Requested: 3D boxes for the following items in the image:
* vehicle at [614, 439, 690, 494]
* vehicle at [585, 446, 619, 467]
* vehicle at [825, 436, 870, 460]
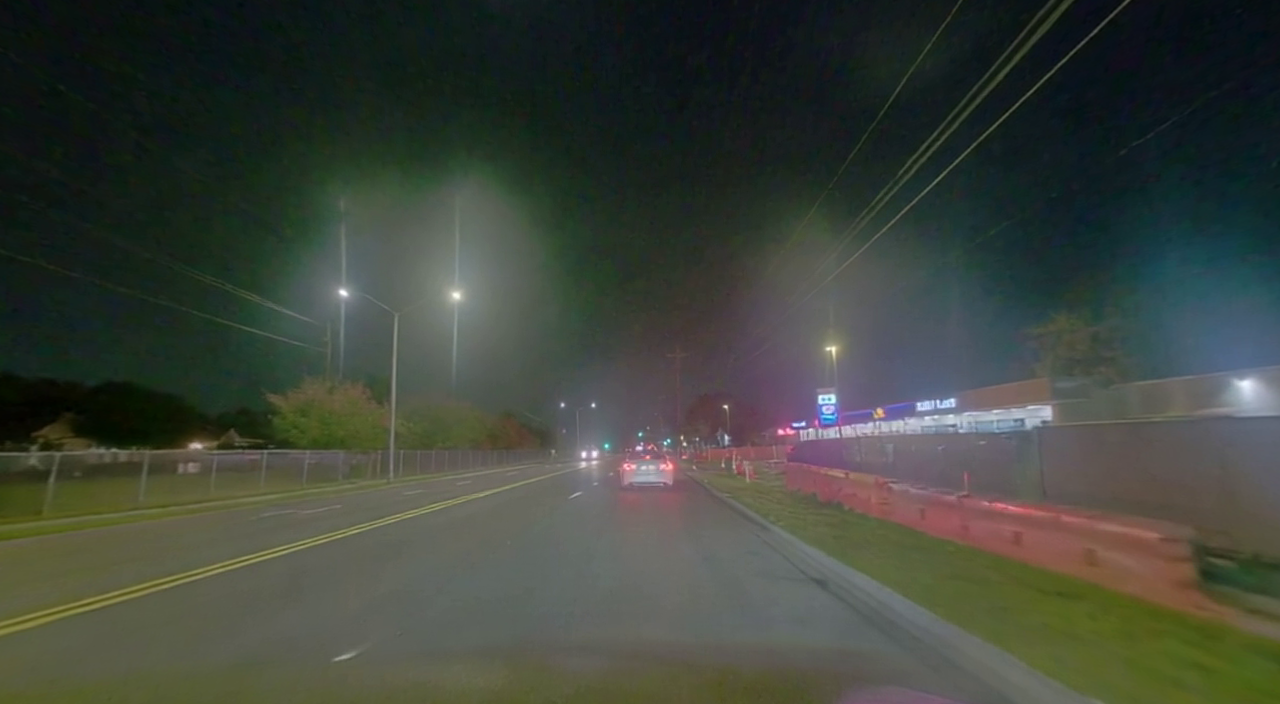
[{"bbox_3d":[0.310,3.557,19.787,2.144,1.514,4.063,0,-9,0],"label":"vehicle"},{"bbox_3d":[-2.804,7.826,47.100,2.208,1.520,4.358,0,-9,1],"label":"vehicle"},{"bbox_3d":[16.374,7.590,49.705,2.101,1.825,4.700,-1,-9,3],"label":"vehicle"}]
